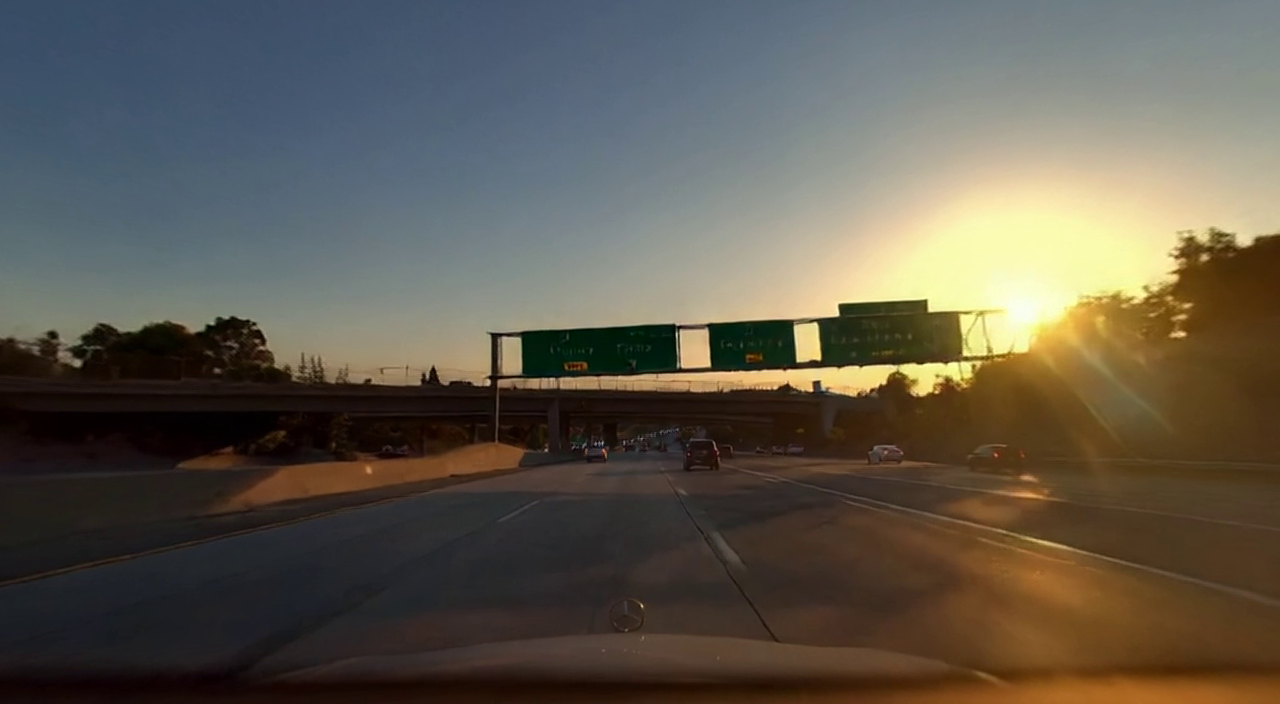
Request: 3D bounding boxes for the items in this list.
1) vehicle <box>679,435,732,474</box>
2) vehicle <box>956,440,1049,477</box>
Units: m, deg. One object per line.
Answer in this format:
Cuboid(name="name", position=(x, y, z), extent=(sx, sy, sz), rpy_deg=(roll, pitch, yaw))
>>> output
Cuboid(name="vehicle", position=(3.197, 5.158, 31.821), extent=(2.147, 1.794, 4.538), rpy_deg=(1, -8, 0))
Cuboid(name="vehicle", position=(18.658, 5.481, 32.697), extent=(2.116, 1.754, 4.727), rpy_deg=(0, -8, 2))
